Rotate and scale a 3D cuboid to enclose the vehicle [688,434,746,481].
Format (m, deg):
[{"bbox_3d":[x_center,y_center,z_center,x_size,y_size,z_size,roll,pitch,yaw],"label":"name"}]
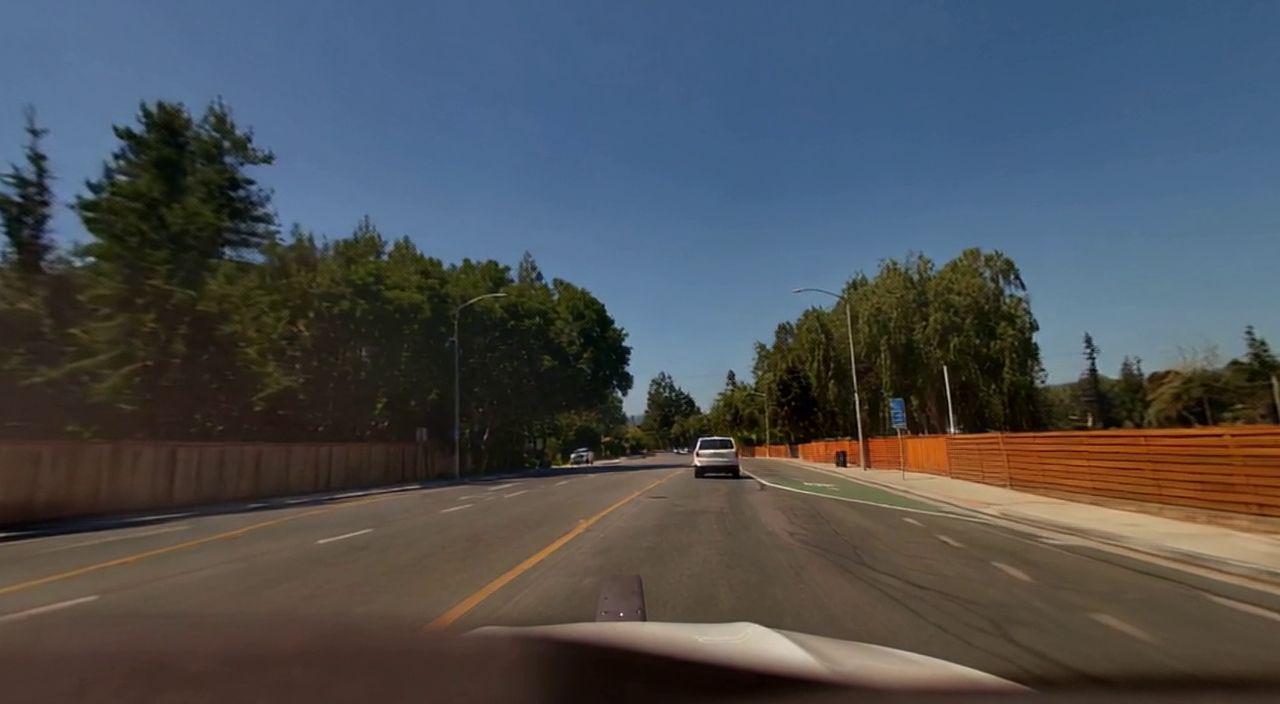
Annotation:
[{"bbox_3d":[3.305,4.546,27.424,2.230,1.827,4.580,-1,-9,6],"label":"vehicle"}]
